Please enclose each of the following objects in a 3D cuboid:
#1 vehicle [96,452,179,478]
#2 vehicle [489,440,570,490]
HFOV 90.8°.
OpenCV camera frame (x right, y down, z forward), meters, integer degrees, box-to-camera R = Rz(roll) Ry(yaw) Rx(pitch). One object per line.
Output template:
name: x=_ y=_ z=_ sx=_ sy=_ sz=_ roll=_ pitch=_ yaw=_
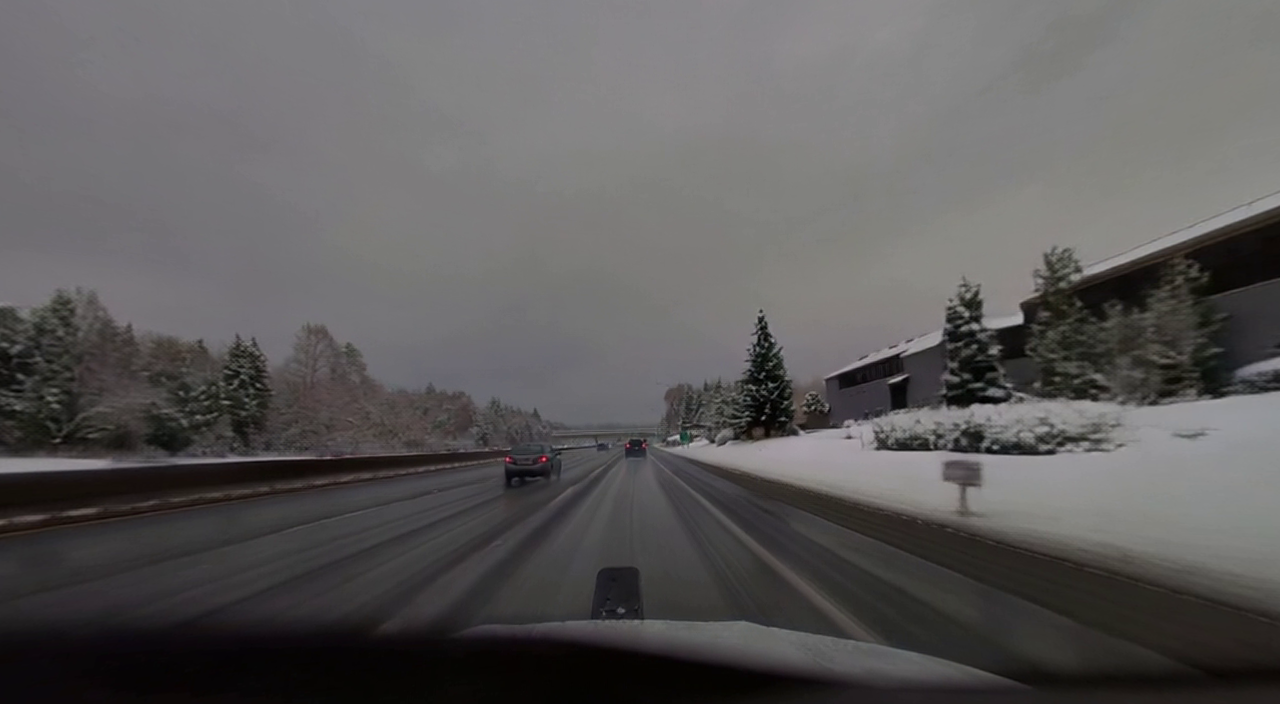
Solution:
vehicle: x=-31.743 y=7.140 z=40.067 sx=1.782 sy=1.470 sz=4.149 roll=0 pitch=-9 yaw=0
vehicle: x=-3.536 y=3.695 z=20.948 sx=1.920 sy=1.463 sz=4.134 roll=0 pitch=-9 yaw=0
